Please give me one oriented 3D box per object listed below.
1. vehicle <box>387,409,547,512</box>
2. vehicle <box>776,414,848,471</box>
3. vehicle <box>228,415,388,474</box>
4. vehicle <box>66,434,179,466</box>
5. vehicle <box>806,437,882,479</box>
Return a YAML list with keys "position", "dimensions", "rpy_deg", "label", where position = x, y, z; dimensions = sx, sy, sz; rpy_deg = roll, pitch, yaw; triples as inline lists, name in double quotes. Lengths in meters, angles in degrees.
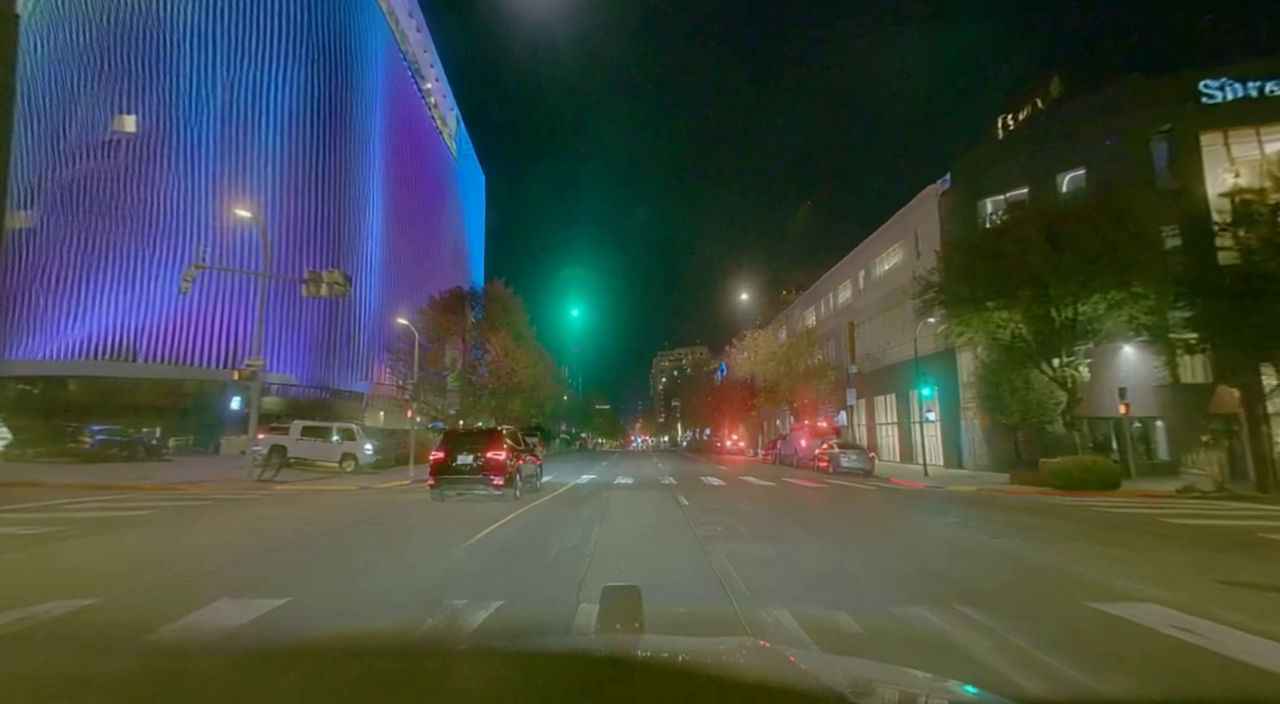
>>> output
- position: [-3.322, 2.211, 13.187]
  dimensions: [2.002, 1.756, 4.366]
  rpy_deg: [0, -9, 1]
  label: "vehicle"
- position: [9.084, 4.895, 33.993]
  dimensions: [2.285, 2.778, 5.847]
  rpy_deg: [0, -9, 1]
  label: "vehicle"
- position: [-13.524, 3.806, 26.044]
  dimensions: [5.188, 2.293, 2.381]
  rpy_deg: [0, -9, -1]
  label: "vehicle"
- position: [-25.220, 4.769, 30.857]
  dimensions: [3.998, 1.423, 1.754]
  rpy_deg: [0, -6, 2]
  label: "vehicle"
- position: [8.826, 4.622, 27.755]
  dimensions: [1.854, 1.663, 4.300]
  rpy_deg: [0, -9, 0]
  label: "vehicle"
